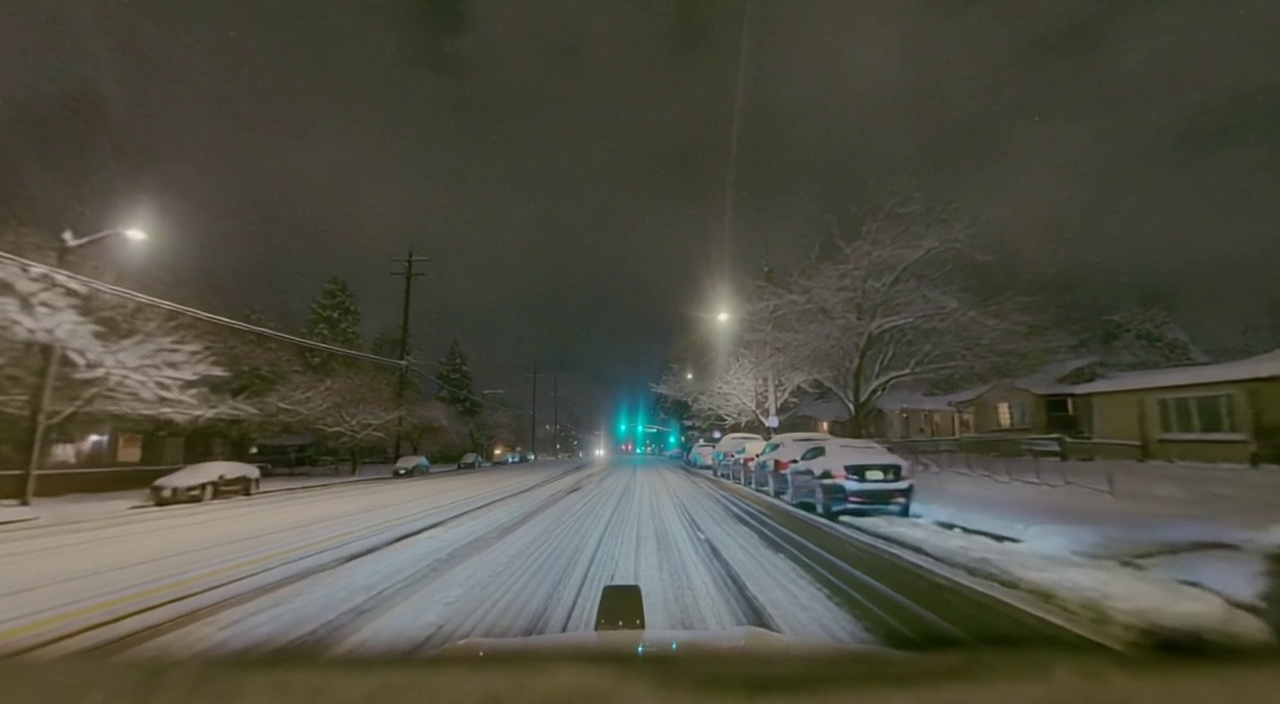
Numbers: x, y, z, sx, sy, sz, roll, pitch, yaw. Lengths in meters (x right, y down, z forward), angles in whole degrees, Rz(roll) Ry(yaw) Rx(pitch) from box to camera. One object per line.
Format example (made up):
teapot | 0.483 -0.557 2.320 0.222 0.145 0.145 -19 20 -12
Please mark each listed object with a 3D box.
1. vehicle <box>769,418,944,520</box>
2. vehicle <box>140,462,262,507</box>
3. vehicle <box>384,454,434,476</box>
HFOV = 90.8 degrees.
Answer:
vehicle | 4.495 2.530 14.182 2.078 1.837 5.088 0 -9 0
vehicle | -17.645 5.303 25.681 1.831 1.428 4.456 -3 -9 -1
vehicle | -17.537 8.610 48.203 2.039 1.508 4.613 -1 -9 2
